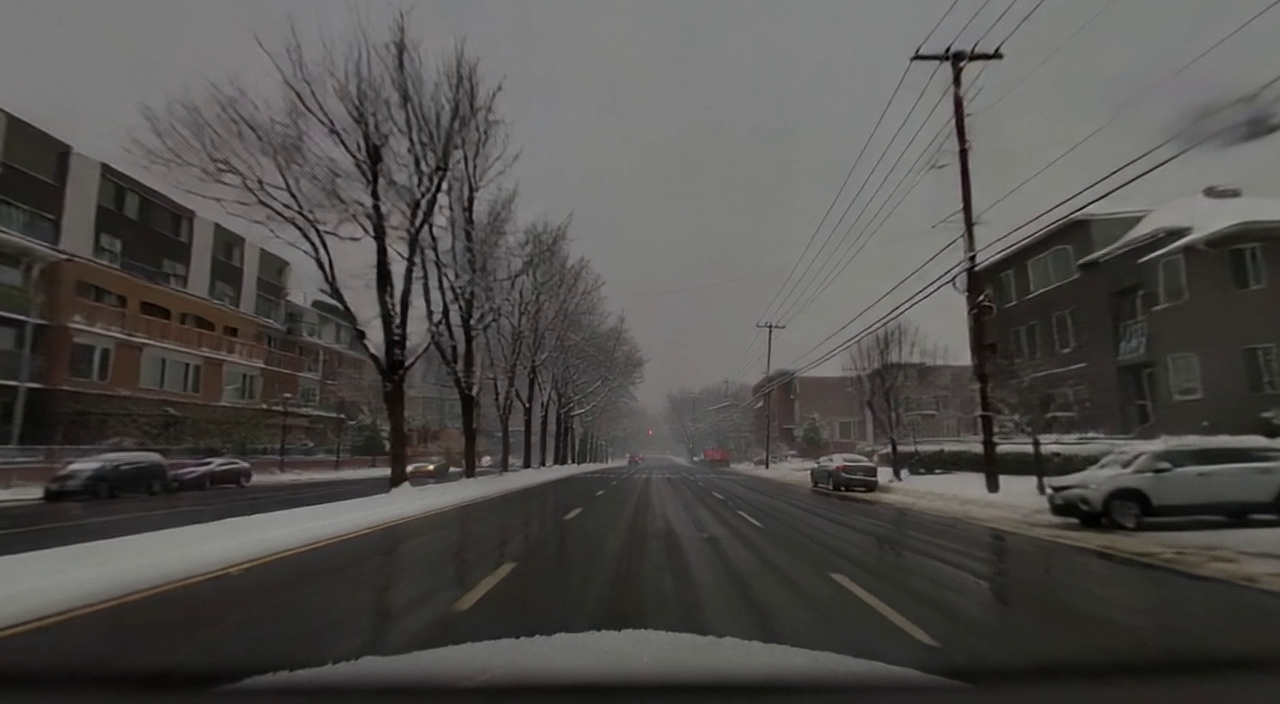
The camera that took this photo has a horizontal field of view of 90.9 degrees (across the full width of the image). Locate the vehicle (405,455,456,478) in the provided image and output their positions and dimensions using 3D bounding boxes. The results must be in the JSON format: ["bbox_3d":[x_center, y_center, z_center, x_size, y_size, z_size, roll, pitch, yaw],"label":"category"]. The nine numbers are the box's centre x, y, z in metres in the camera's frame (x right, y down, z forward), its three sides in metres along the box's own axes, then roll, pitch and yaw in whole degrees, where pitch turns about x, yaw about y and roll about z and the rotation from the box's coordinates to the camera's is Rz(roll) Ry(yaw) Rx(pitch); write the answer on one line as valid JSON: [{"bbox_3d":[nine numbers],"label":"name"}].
[{"bbox_3d":[-14.798,8.126,44.827,1.873,1.469,4.442,-1,-8,3],"label":"vehicle"}]

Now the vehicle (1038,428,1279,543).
[{"bbox_3d":[9.423,2.137,10.441,4.194,1.682,2.061,-1,-8,3],"label":"vehicle"}]

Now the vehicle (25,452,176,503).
[{"bbox_3d":[-21.867,5.049,25.883,1.895,1.798,4.703,0,-8,2],"label":"vehicle"}]

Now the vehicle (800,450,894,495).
[{"bbox_3d":[7.633,4.448,23.732,1.986,1.467,4.412,0,-8,-1],"label":"vehicle"}]

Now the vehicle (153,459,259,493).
[{"bbox_3d":[-21.818,6.226,31.998,1.906,1.487,4.773,0,-8,1],"label":"vehicle"}]
